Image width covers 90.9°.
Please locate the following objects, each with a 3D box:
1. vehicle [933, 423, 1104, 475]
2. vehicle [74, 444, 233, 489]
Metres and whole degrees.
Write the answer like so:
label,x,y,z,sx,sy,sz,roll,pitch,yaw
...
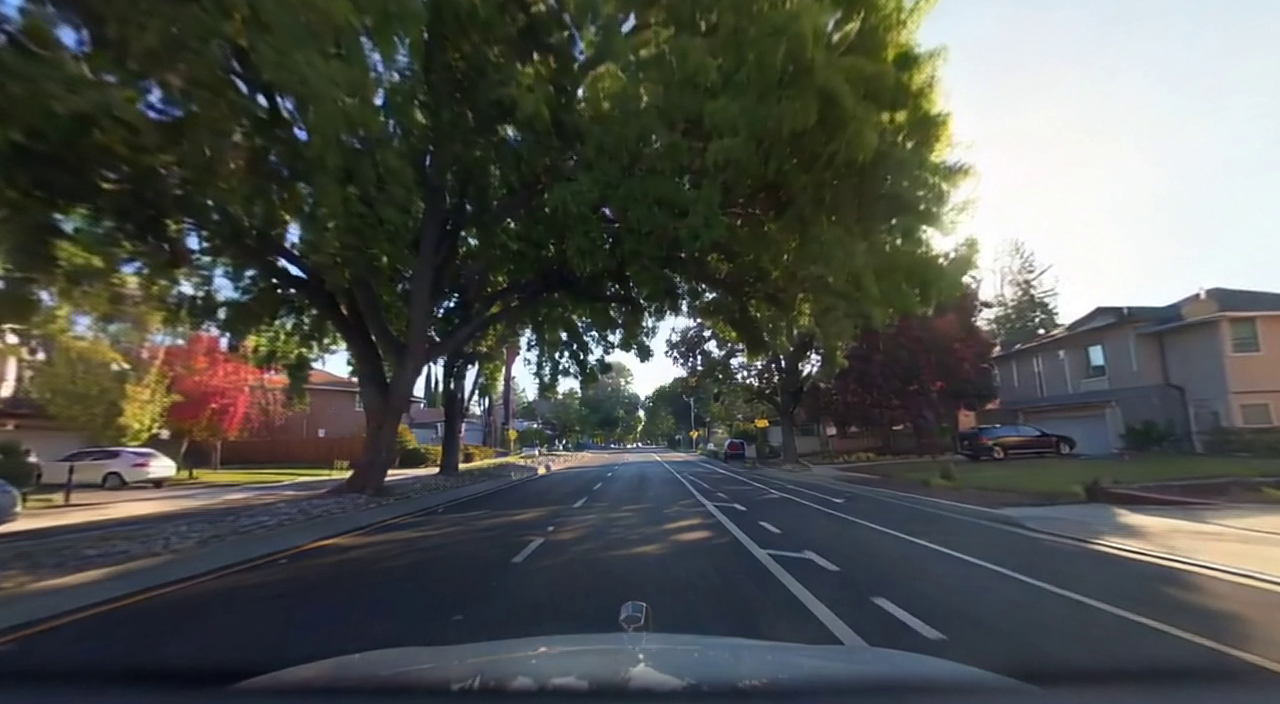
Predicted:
label,x,y,z,sx,sy,sz,roll,pitch,yaw
vehicle,13.674,3.494,23.146,4.907,1.693,2.081,-1,-7,13
vehicle,-19.096,4.482,24.883,4.573,1.643,2.158,-2,-8,5
